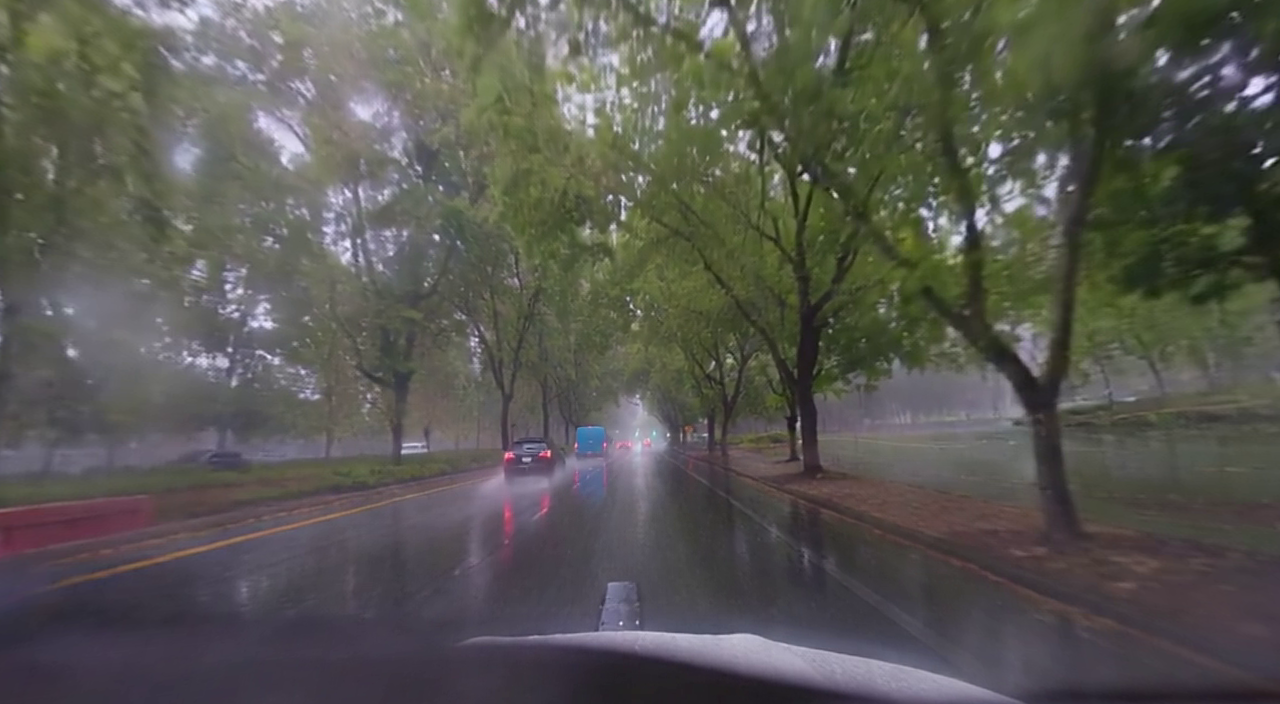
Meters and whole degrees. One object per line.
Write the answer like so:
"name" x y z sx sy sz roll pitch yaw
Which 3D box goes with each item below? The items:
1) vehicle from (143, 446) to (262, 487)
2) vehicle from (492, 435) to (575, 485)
"vehicle" -19.164 4.992 27.989 1.965 1.636 4.561 0 -8 1
"vehicle" -3.418 3.540 21.015 2.009 1.473 4.028 0 -8 1
